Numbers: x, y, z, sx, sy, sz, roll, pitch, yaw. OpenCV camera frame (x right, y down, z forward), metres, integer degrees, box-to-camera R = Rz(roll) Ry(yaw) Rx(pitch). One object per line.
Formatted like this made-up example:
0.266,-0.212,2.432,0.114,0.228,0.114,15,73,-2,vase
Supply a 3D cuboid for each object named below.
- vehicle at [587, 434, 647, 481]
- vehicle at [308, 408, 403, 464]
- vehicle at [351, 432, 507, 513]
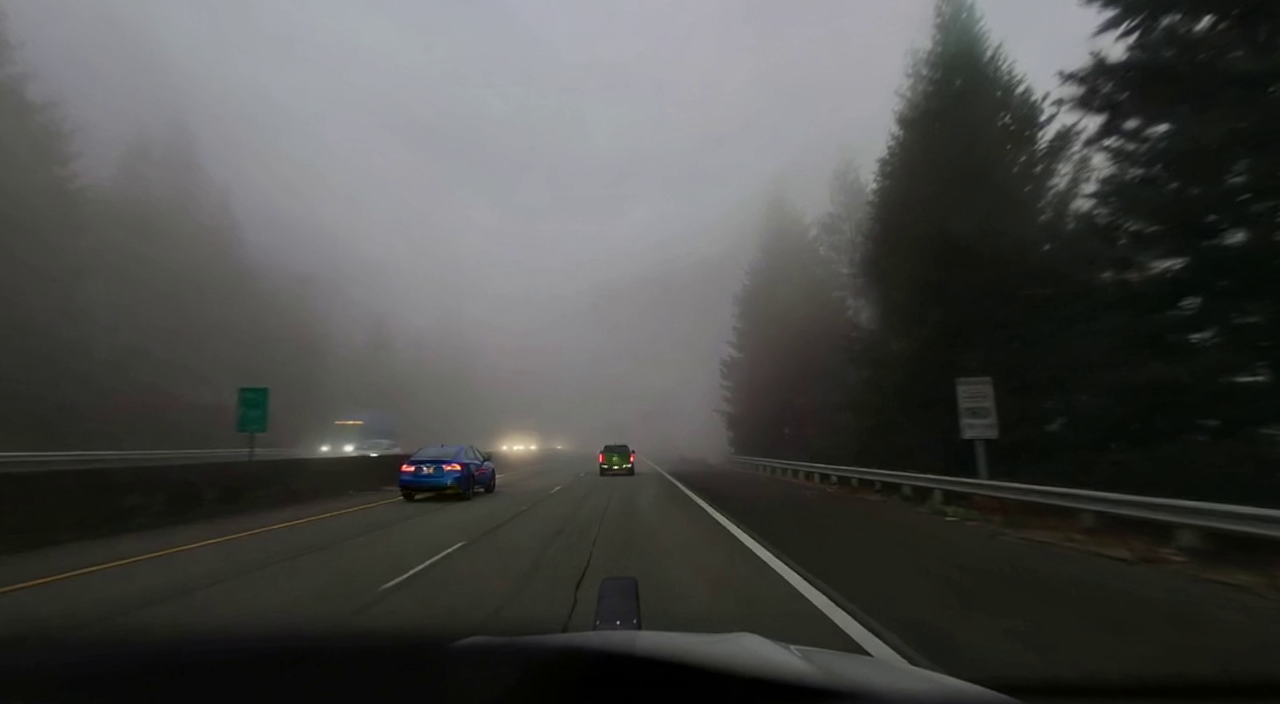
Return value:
-0.907,4.276,25.506,2.220,1.711,4.056,0,-9,-1,vehicle
-18.973,5.787,42.513,2.771,3.371,8.087,0,-9,-1,vehicle
-4.749,2.788,15.002,2.103,1.588,4.709,-1,-9,0,vehicle
